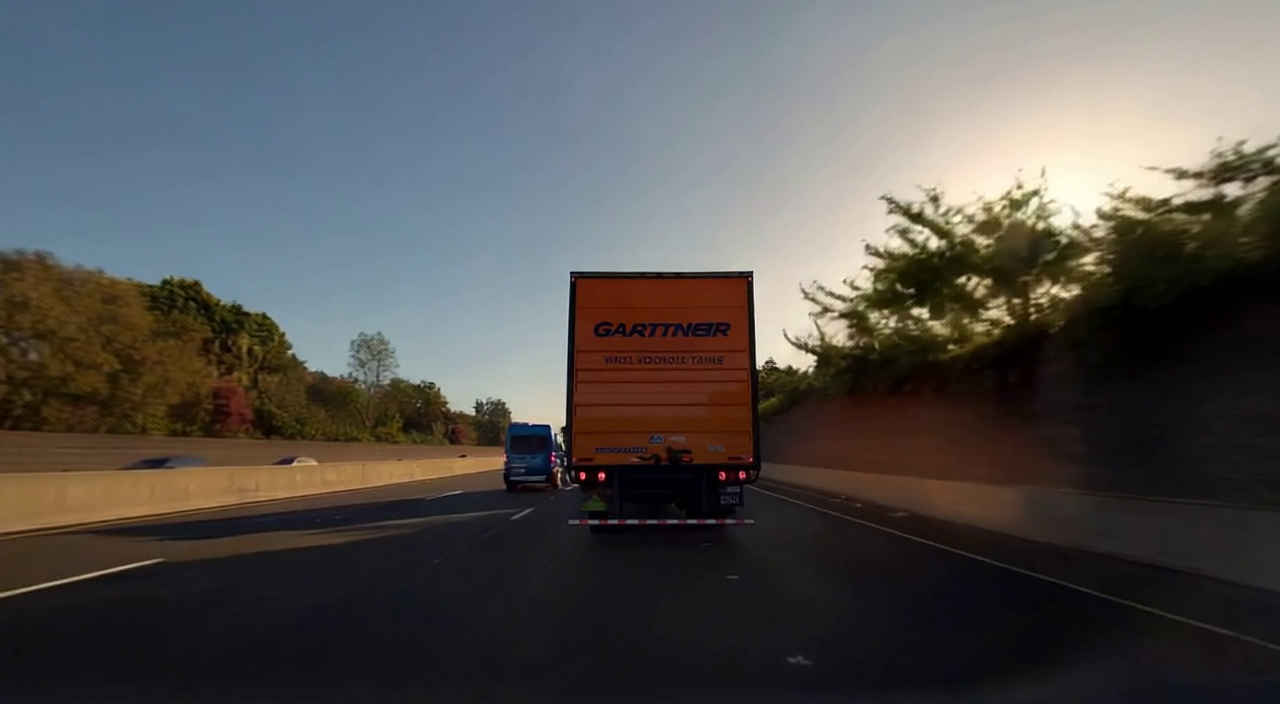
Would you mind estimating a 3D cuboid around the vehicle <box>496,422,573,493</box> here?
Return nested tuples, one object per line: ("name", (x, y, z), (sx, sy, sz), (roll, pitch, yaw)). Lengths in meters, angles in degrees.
("vehicle", (-4.048, 4.207, 25.297), (2.208, 2.522, 5.187), (0, -9, 0))

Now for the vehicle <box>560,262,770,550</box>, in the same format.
("vehicle", (0.415, 1.518, 14.110), (2.853, 4.054, 10.557), (0, -9, 1))

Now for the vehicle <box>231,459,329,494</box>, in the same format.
("vehicle", (-17.518, 6.044, 31.013), (1.985, 1.491, 4.900), (0, -9, -1))

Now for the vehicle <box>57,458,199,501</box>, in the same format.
("vehicle", (-21.106, 5.238, 26.349), (1.963, 1.545, 4.717), (0, -9, 0))
